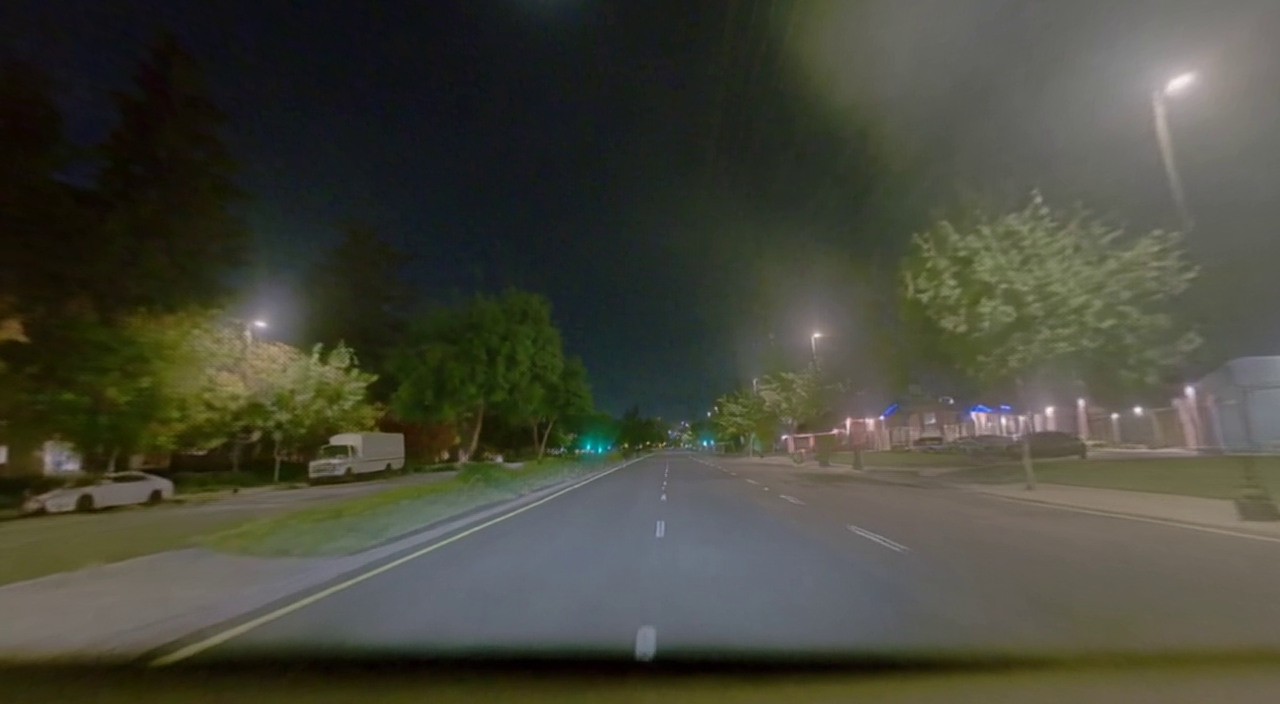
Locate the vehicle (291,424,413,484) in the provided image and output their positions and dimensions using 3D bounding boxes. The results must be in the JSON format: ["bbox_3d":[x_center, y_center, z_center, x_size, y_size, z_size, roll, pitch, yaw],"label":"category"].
[{"bbox_3d":[-18.756,6.747,42.052,2.898,3.487,9.955,0,-9,3],"label":"vehicle"}]

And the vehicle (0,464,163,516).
[{"bbox_3d":[-19.615,4.777,22.184,1.820,1.459,4.559,0,-9,3],"label":"vehicle"}]
